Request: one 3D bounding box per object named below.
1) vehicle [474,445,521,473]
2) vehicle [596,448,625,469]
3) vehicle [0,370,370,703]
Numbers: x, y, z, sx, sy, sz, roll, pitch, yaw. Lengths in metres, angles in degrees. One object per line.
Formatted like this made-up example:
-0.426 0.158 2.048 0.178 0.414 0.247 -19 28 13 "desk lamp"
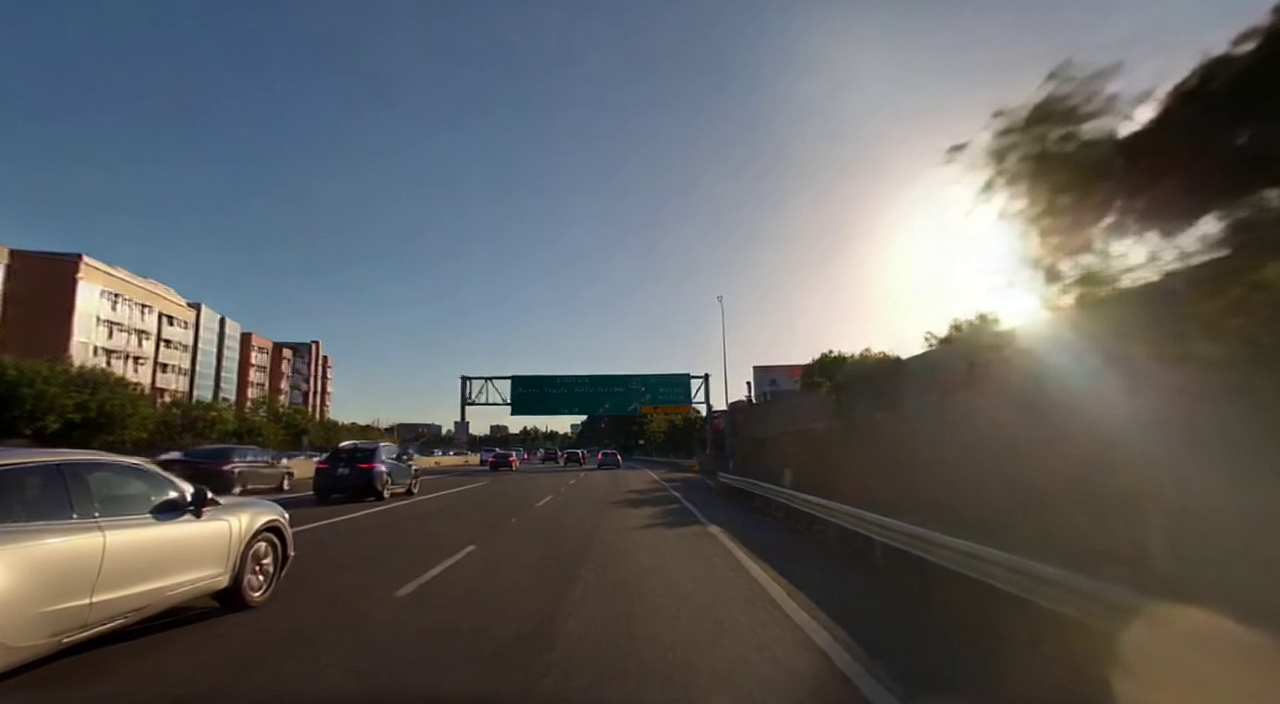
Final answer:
-9.085 6.827 40.495 2.065 1.689 4.399 0 -9 -2 "vehicle"
-2.229 7.999 47.419 2.110 1.501 4.319 0 -9 -3 "vehicle"
-3.762 1.147 4.006 2.036 1.717 4.592 0 -9 0 "vehicle"
